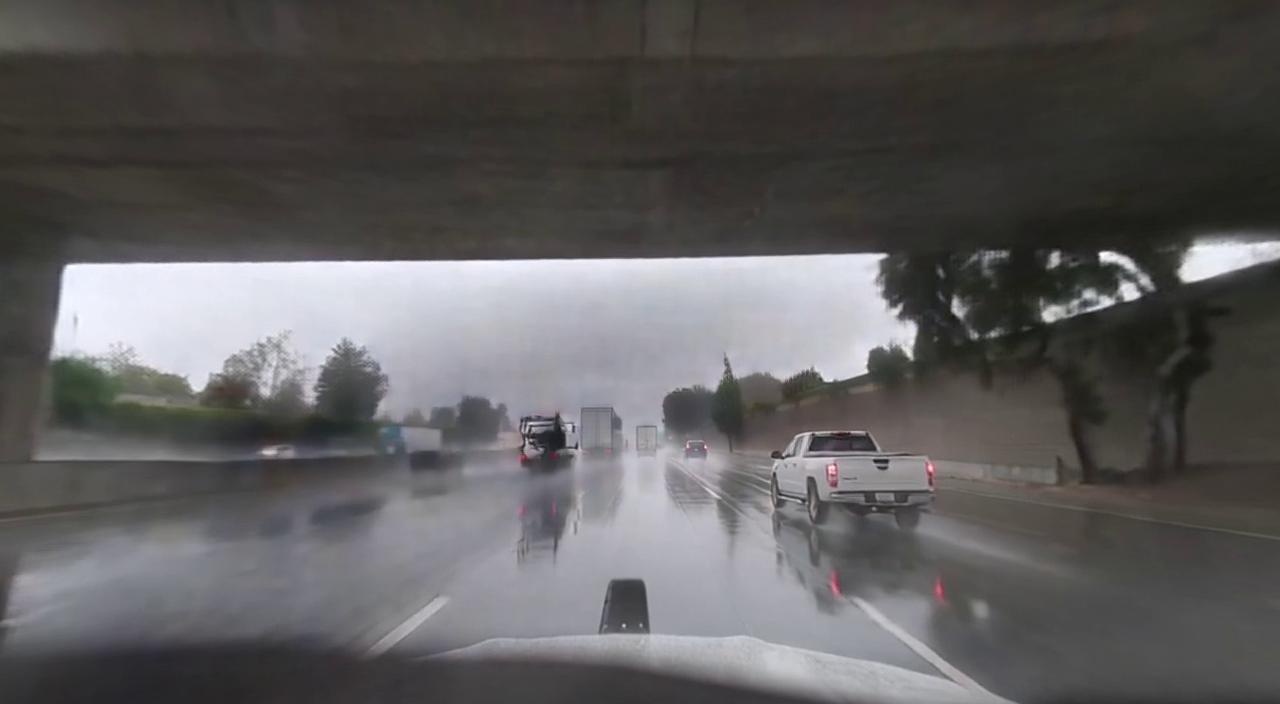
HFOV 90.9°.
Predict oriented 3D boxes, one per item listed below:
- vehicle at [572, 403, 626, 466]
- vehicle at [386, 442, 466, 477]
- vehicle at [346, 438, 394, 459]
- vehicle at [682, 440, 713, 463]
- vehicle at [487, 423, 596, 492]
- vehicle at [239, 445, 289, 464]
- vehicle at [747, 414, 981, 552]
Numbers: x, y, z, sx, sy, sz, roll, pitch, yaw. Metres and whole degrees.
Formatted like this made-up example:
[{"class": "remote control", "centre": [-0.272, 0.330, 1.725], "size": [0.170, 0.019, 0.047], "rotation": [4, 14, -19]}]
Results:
[{"class": "vehicle", "centre": [-2.869, 6.583, 49.378], "size": [2.869, 4.108, 15.564], "rotation": [0, -8, 1]}, {"class": "vehicle", "centre": [-9.857, 4.974, 29.512], "size": [1.981, 1.495, 4.834], "rotation": [0, -8, 1]}, {"class": "vehicle", "centre": [-21.226, 7.611, 49.786], "size": [2.145, 1.512, 3.656], "rotation": [0, -8, 0]}, {"class": "vehicle", "centre": [4.400, 7.667, 48.863], "size": [2.026, 1.661, 3.865], "rotation": [0, -8, -1]}, {"class": "vehicle", "centre": [-3.141, 3.602, 22.010], "size": [2.645, 2.023, 6.491], "rotation": [0, -8, 1]}, {"class": "vehicle", "centre": [-28.484, 7.755, 47.865], "size": [1.496, 1.368, 3.456], "rotation": [-1, -9, 3]}, {"class": "vehicle", "centre": [3.103, 1.913, 9.903], "size": [2.028, 1.658, 4.334], "rotation": [0, -8, -1]}]
